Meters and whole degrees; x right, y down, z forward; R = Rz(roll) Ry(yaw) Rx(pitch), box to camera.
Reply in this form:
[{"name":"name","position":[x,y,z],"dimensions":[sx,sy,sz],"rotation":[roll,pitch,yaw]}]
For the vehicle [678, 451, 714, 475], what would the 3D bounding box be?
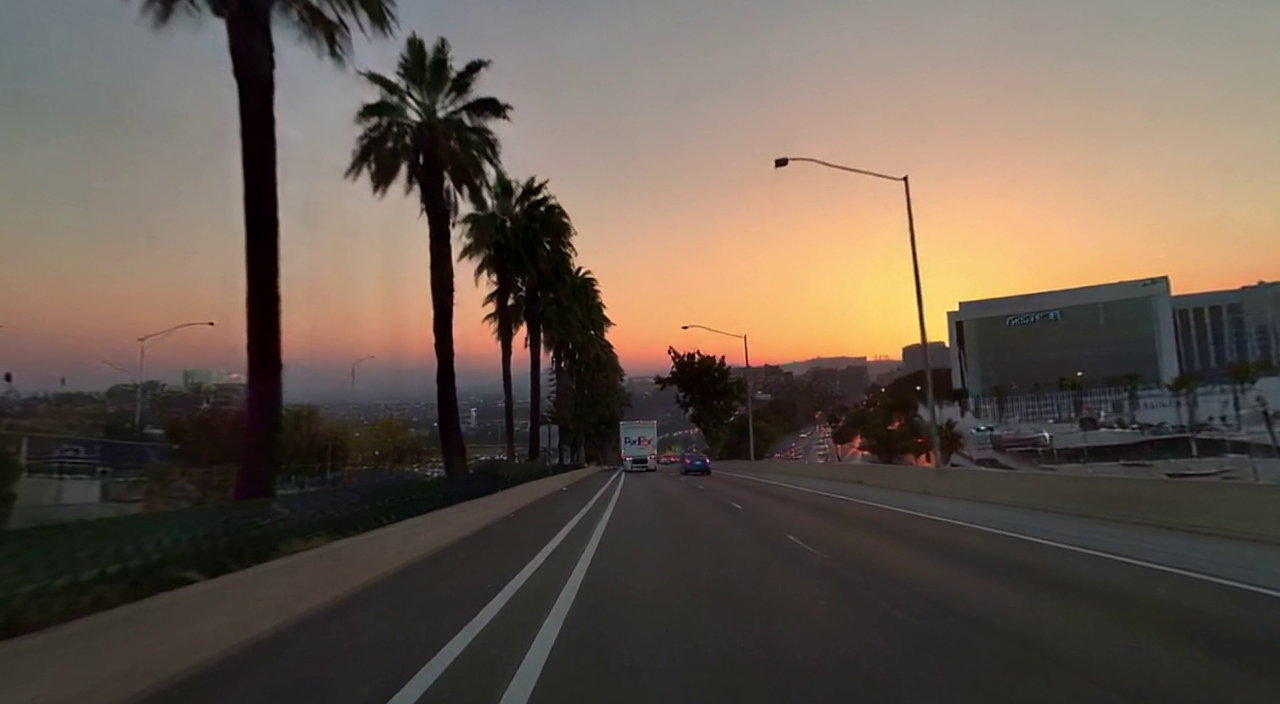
[{"name":"vehicle","position":[3.802,7.659,43.601],"dimensions":[1.966,1.558,4.238],"rotation":[0,-9,-2]}]
